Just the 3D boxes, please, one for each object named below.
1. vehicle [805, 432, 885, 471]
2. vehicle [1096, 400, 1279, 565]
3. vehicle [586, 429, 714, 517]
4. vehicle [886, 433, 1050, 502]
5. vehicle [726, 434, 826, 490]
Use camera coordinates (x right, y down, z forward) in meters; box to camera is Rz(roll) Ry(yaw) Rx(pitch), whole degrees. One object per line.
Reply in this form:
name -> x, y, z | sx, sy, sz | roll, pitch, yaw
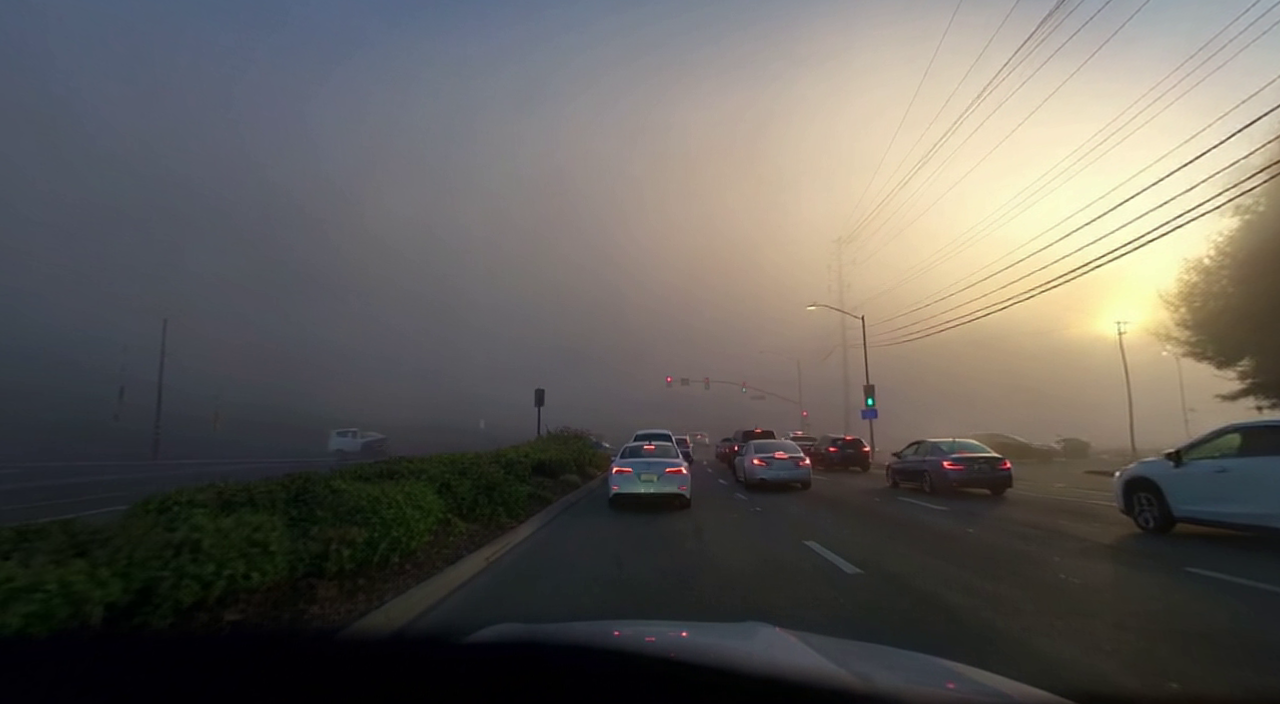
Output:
vehicle -> 8.794, 4.316, 27.502 | 1.966, 1.536, 4.666 | 0, -8, 1
vehicle -> 8.187, 1.474, 7.206 | 2.195, 1.802, 5.051 | 0, -8, 1
vehicle -> 0.202, 2.422, 13.168 | 2.208, 1.498, 4.401 | 0, -8, 1
vehicle -> 8.067, 2.867, 16.097 | 1.905, 1.483, 4.469 | -1, -8, 2
vehicle -> 3.882, 3.221, 18.847 | 2.028, 1.454, 4.531 | 0, -8, 1
